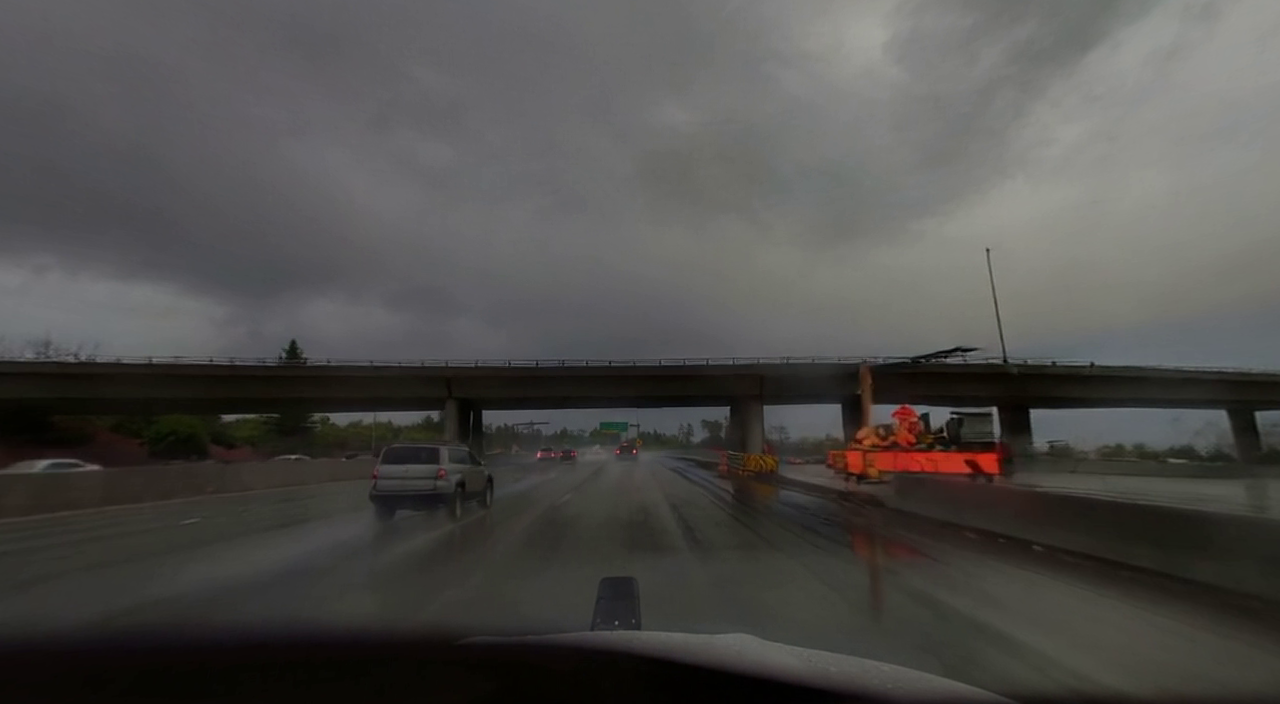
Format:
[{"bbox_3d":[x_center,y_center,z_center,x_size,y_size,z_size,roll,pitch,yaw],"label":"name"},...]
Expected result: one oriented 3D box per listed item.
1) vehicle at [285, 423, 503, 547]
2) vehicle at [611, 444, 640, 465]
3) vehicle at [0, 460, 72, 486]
[{"bbox_3d":[-3.795,2.116,10.705,2.024,1.655,4.192,0,-9,-1],"label":"vehicle"},{"bbox_3d":[-1.103,7.678,47.495,2.051,1.459,4.092,0,-8,-2],"label":"vehicle"},{"bbox_3d":[-46.925,9.213,48.497,2.100,1.768,4.945,0,-8,-2],"label":"vehicle"}]
